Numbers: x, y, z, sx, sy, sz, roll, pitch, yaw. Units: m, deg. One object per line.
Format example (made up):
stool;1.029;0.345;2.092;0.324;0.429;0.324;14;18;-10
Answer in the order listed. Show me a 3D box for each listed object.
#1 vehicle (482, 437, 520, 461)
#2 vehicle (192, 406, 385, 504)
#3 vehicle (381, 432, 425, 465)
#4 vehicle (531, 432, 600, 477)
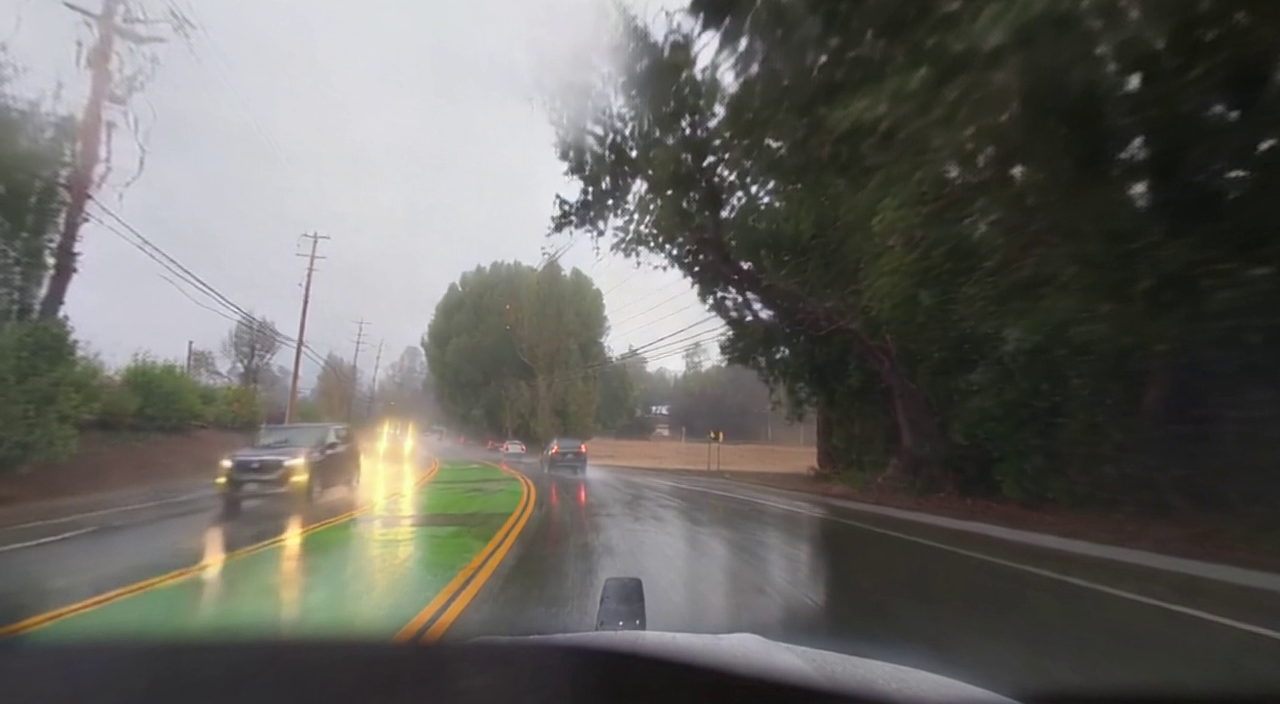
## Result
vehicle;-10.478;7.269;47.343;2.075;1.699;4.520;3;-9;-21
vehicle;-8.664;2.631;16.458;2.524;2.051;5.963;1;-9;-11
vehicle;-13.130;5.308;35.173;1.967;1.688;4.286;2;-7;-17
vehicle;-3.317;4.393;27.302;2.140;1.767;4.720;3;-9;-17
